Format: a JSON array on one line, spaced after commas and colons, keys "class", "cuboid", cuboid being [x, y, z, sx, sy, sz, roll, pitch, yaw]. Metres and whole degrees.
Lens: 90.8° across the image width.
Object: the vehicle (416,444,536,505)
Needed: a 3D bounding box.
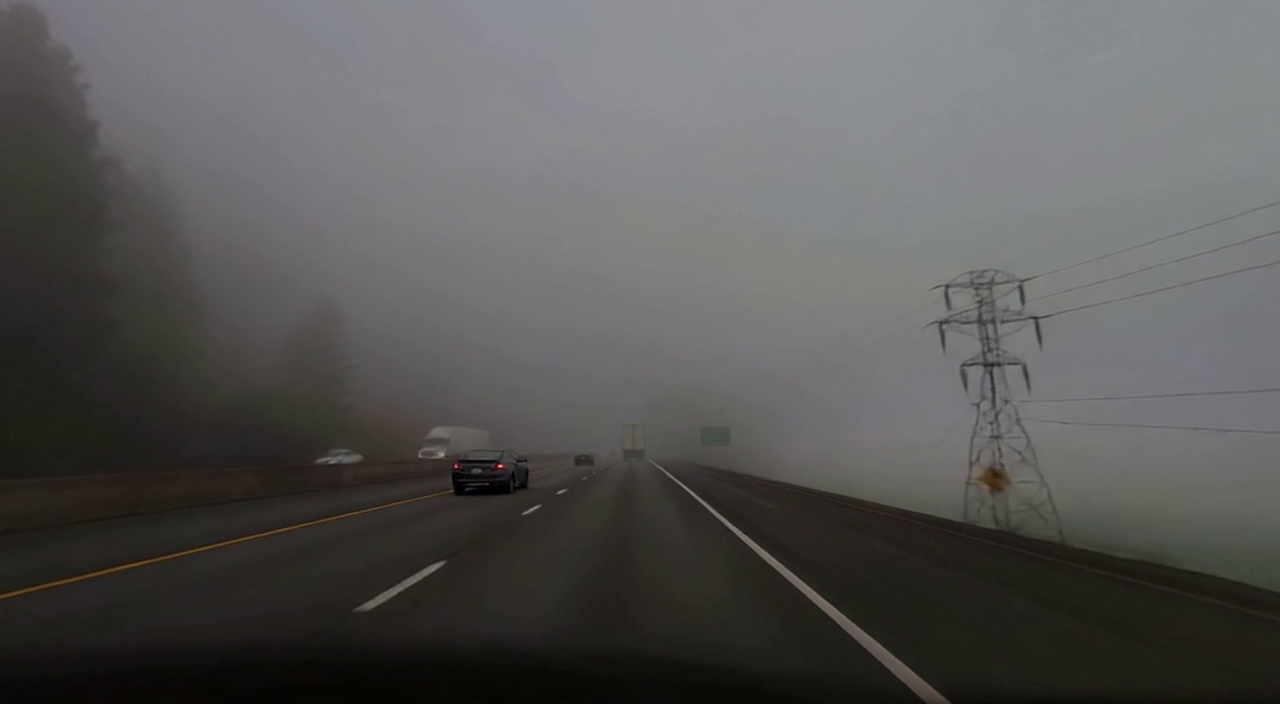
[{"class": "vehicle", "cuboid": [-4.326, 3.302, 17.457, 2.106, 1.445, 4.404, 0, -9, 0]}]
